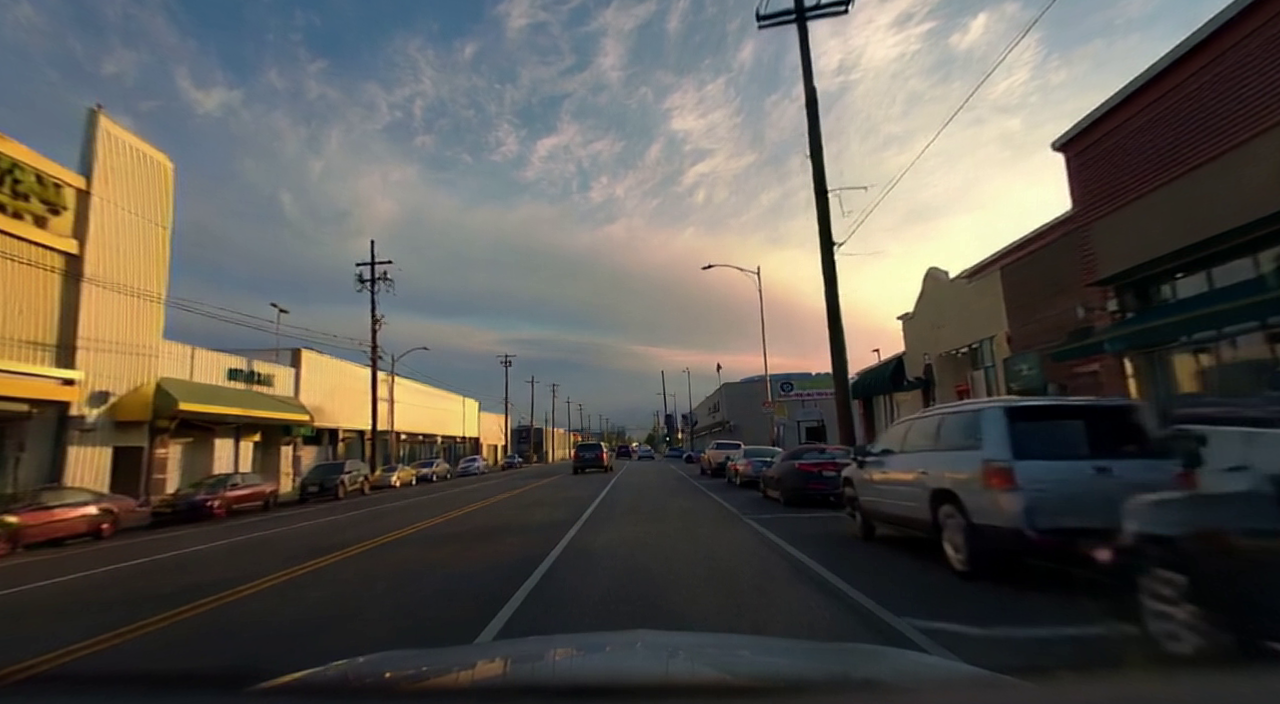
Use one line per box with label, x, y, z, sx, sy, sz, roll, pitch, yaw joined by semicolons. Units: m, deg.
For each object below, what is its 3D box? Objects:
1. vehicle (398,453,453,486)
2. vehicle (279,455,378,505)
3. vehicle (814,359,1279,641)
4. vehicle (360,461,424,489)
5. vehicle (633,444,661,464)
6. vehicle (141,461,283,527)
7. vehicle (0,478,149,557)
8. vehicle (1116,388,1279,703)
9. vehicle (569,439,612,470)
vehicle;-14.871;8.122;43.994;2.081;1.791;4.799;-6;-7;-1
vehicle;-15.215;6.218;31.250;2.124;1.835;5.450;-6;-8;0
vehicle;3.780;1.354;6.829;2.180;1.847;5.196;0;-9;-2
vehicle;-15.001;7.440;38.434;2.049;1.496;4.338;-1;-8;1
vehicle;0.497;7.996;49.843;2.099;1.470;4.270;0;-8;0
vehicle;-15.138;4.984;22.715;2.020;1.695;4.629;-6;-8;-2
vehicle;-15.256;4.052;15.735;2.076;1.518;4.981;-1;-8;0
vehicle;3.789;0.706;1.404;1.839;1.505;4.566;0;-9;-1
vehicle;-3.118;6.613;40.871;2.348;1.831;4.737;0;-8;1
